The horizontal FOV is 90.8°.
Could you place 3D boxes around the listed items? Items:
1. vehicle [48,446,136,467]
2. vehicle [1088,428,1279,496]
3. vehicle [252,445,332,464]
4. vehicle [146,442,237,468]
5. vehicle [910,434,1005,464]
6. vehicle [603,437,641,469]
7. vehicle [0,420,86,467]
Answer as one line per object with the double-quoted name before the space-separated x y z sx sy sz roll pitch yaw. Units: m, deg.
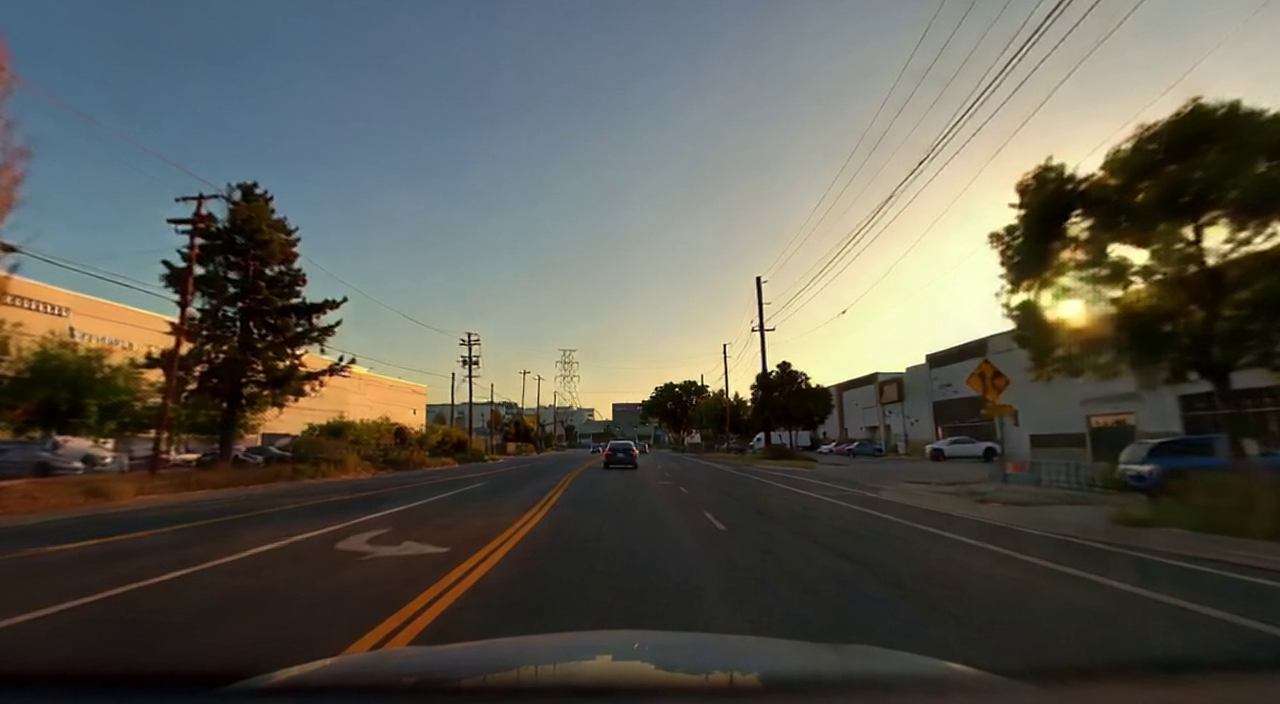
"vehicle" -39.649 7.565 45.792 4.525 1.491 1.908 0 -8 -2
"vehicle" 18.956 3.634 21.250 2.423 2.005 5.671 4 -10 -28
"vehicle" -26.542 7.815 48.299 4.728 1.431 2.287 0 -8 -2
"vehicle" -26.695 6.145 37.706 3.983 1.472 1.898 0 -8 0
"vehicle" 23.135 7.099 46.246 5.669 2.073 2.297 -1 -8 2
"vehicle" -0.981 5.499 34.552 1.937 1.588 3.746 0 -8 -1
"vehicle" -48.497 7.182 49.470 7.180 3.465 2.763 0 -8 -4
